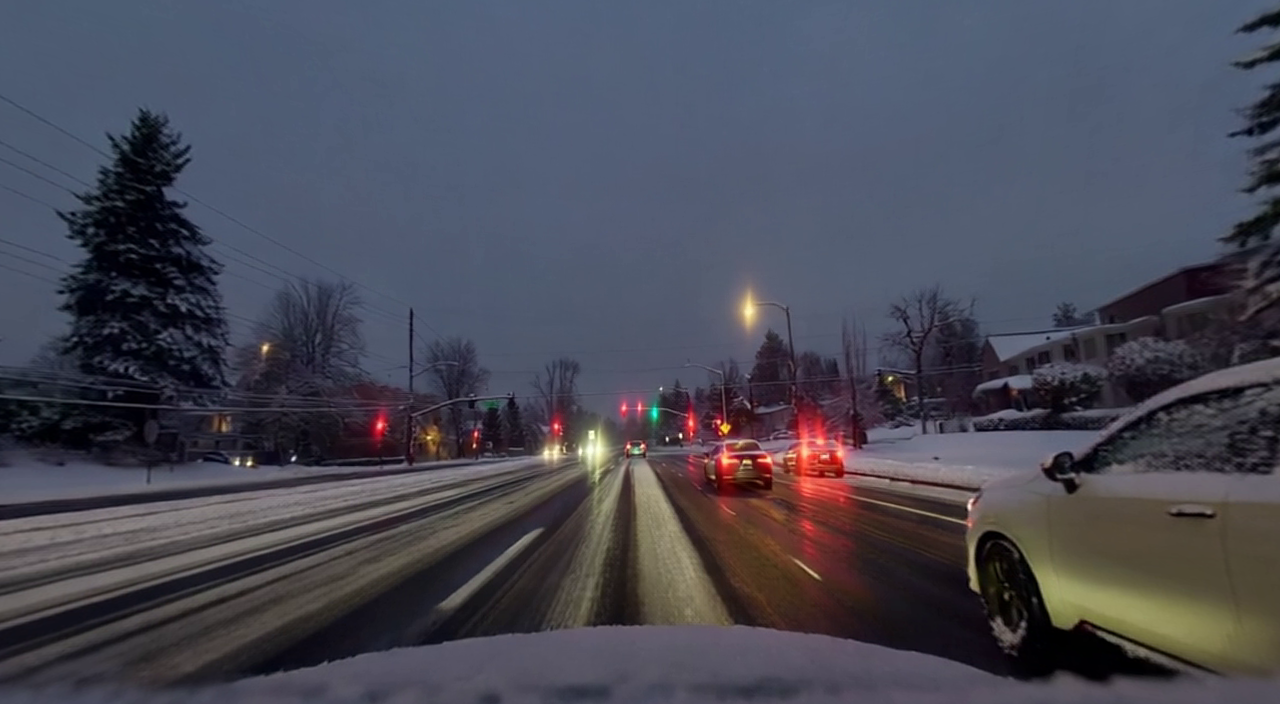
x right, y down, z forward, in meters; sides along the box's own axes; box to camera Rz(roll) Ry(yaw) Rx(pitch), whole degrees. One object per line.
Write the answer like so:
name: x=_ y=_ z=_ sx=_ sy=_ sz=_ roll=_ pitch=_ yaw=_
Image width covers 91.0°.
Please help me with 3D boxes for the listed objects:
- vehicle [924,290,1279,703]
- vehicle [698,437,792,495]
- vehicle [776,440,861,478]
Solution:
vehicle: x=3.081 y=0.703 z=2.050 sx=2.129 sy=1.761 sz=4.610 roll=0 pitch=-9 yaw=0
vehicle: x=2.884 y=3.239 z=18.223 sx=1.889 sy=1.451 sz=4.180 roll=0 pitch=-9 yaw=-1
vehicle: x=7.214 y=4.377 z=25.972 sx=2.010 sy=1.421 sz=4.586 roll=0 pitch=-9 yaw=-2
